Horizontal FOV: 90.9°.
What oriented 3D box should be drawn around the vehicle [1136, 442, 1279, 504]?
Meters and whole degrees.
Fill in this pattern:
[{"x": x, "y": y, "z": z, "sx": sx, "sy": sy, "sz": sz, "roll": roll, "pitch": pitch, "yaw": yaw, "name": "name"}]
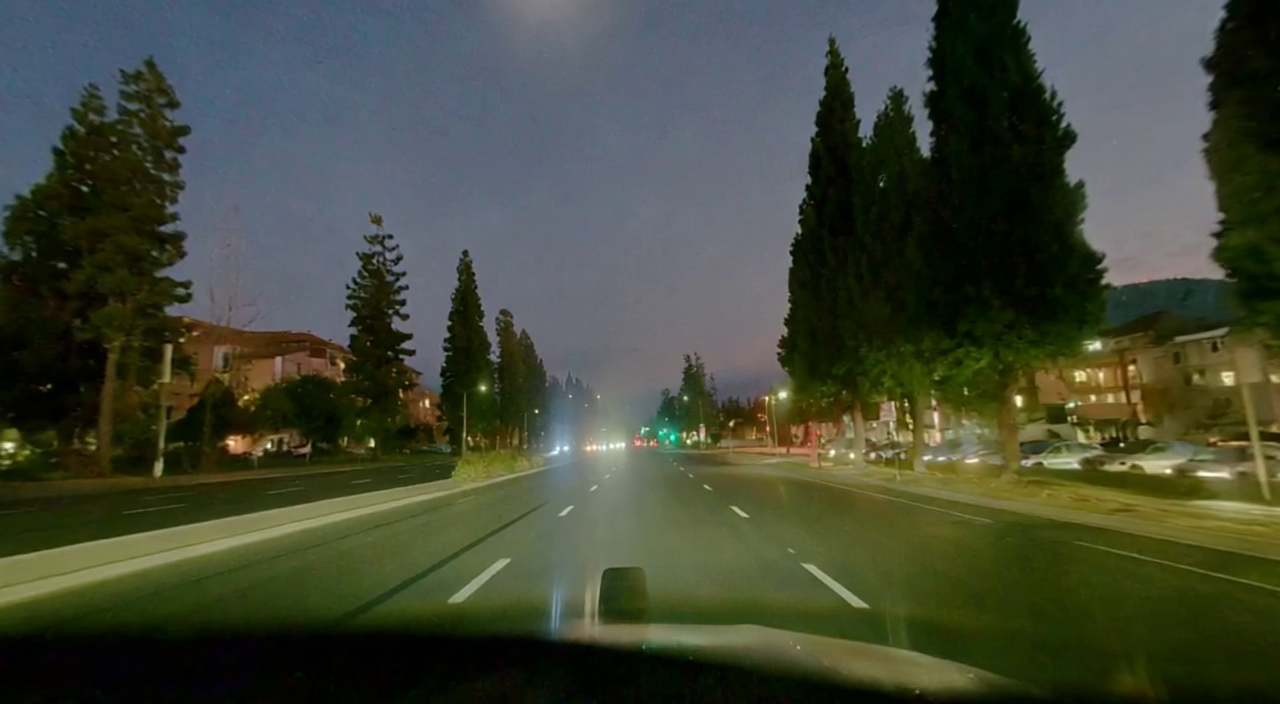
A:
[{"x": 15.816, "y": 3.066, "z": 16.224, "sx": 4.263, "sy": 1.457, "sz": 2.078, "roll": 0, "pitch": -8, "yaw": 1, "name": "vehicle"}]
